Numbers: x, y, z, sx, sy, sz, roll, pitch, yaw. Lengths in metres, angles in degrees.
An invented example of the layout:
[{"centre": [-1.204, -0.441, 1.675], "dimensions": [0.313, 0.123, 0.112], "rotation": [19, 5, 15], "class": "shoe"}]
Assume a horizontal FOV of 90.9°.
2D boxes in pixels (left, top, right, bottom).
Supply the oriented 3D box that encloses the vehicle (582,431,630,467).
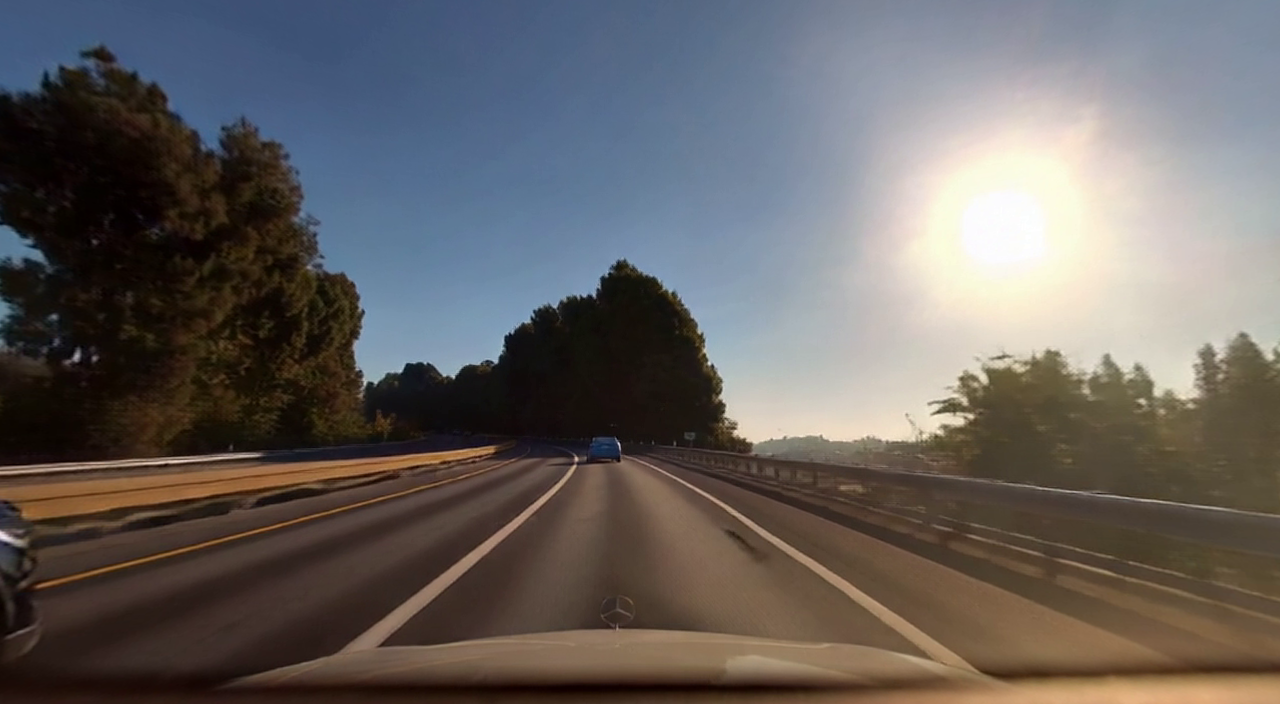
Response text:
[{"centre": [-1.869, 5.259, 34.482], "dimensions": [2.452, 1.857, 4.022], "rotation": [1, -8, -3], "class": "vehicle"}]
